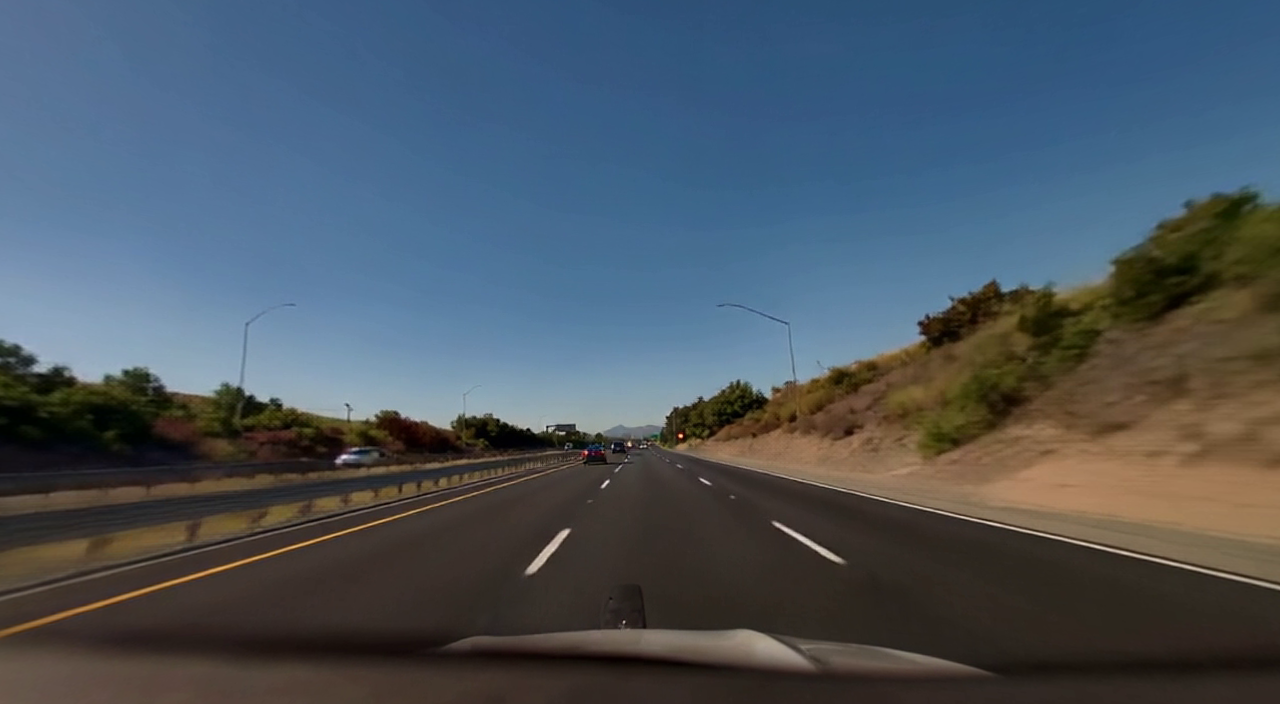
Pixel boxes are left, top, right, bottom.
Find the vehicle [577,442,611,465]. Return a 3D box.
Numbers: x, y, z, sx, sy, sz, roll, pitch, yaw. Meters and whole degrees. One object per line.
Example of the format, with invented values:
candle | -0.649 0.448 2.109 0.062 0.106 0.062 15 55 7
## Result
vehicle | -3.128 7.046 43.884 1.991 1.475 4.302 0 -8 0
